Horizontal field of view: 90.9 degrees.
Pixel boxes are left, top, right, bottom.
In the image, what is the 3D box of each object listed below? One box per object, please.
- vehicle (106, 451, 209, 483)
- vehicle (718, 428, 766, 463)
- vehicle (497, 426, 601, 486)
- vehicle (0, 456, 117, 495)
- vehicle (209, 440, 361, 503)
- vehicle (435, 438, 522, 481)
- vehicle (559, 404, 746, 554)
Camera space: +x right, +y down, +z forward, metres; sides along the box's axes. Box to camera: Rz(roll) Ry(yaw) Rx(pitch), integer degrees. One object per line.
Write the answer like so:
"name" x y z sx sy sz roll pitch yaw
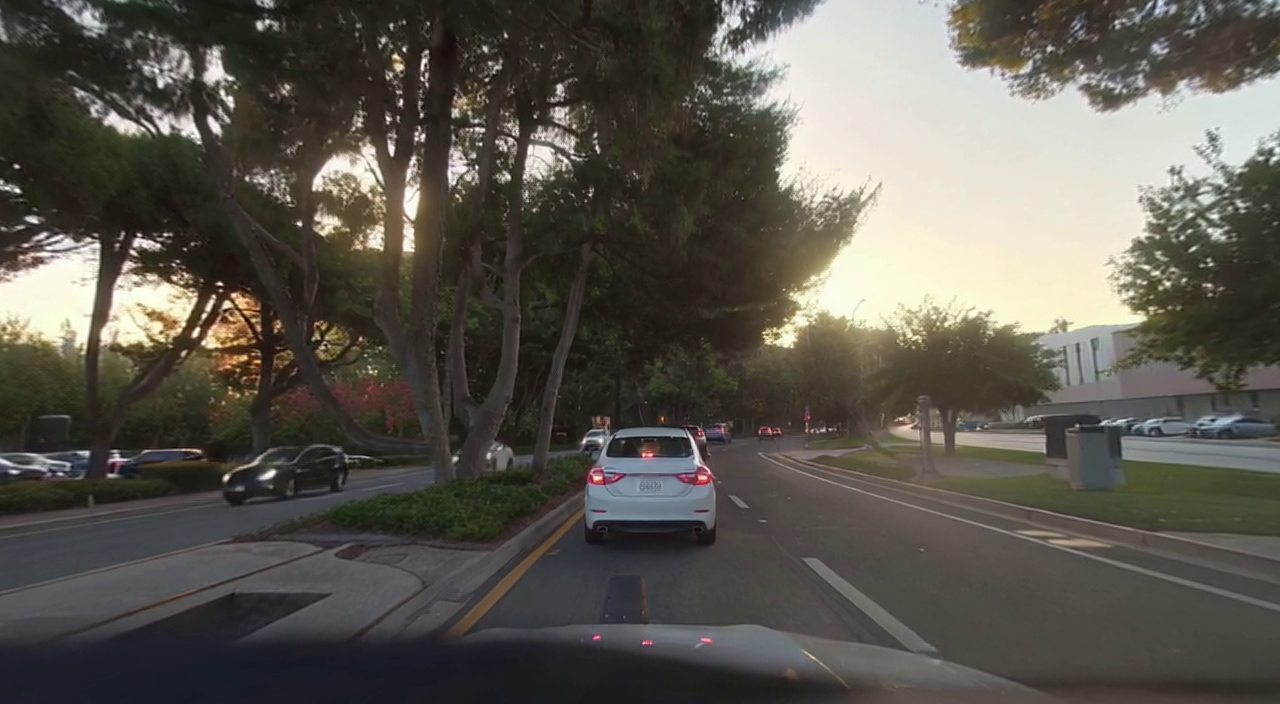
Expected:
"vehicle" -26.728 6.371 34.994 4.256 1.633 1.940 -1 -8 7
"vehicle" 5.545 5.155 34.781 2.155 1.786 4.459 -1 -8 3
"vehicle" -2.930 3.480 21.492 2.057 1.786 4.725 -2 -8 11
"vehicle" -27.341 5.780 29.654 4.272 1.438 1.801 -5 -9 9
"vehicle" -10.737 3.595 19.546 2.005 1.701 4.355 -1 -8 2
"vehicle" -6.135 4.132 24.587 1.923 1.492 4.577 -1 -8 4
"vehicle" 0.176 1.776 9.439 2.154 1.710 4.128 -1 -8 1
